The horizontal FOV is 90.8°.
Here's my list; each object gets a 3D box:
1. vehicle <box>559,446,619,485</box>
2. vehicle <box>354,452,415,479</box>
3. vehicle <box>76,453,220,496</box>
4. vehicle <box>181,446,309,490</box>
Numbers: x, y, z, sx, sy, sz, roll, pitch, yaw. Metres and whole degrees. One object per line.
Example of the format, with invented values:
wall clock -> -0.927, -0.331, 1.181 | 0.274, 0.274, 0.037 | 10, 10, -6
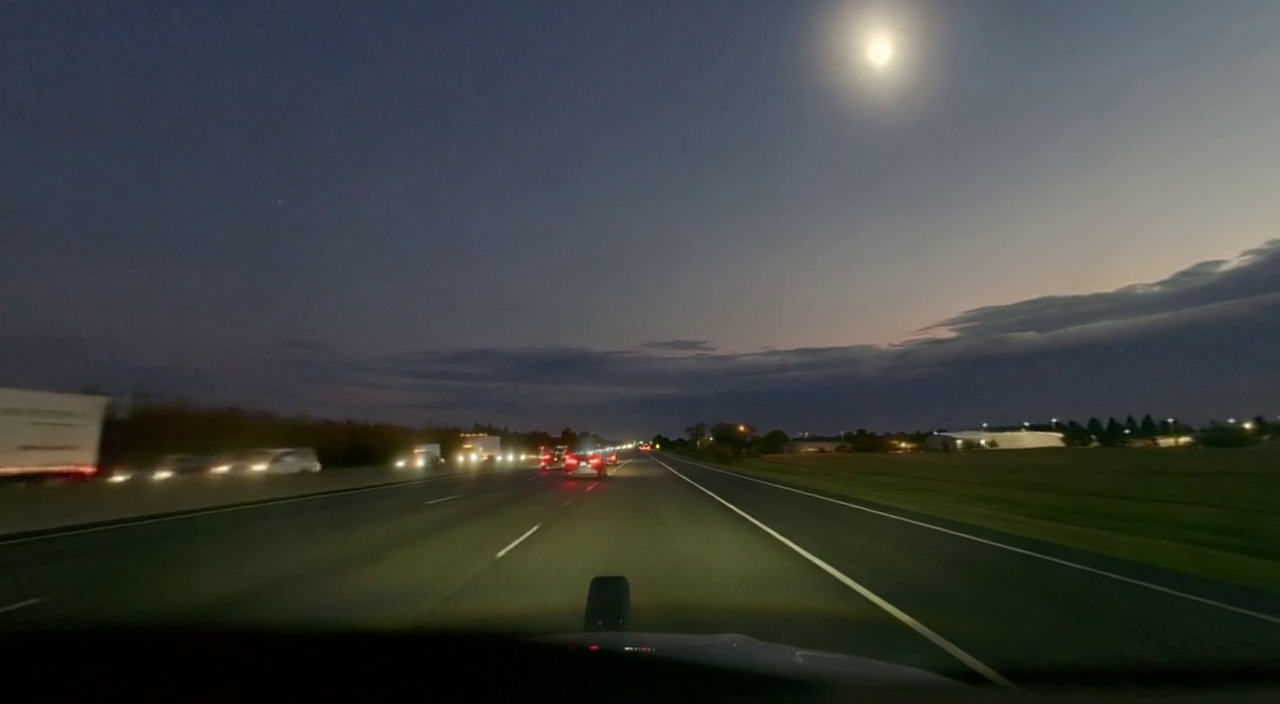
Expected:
vehicle -> -2.062, 4.767, 26.765 | 2.110, 1.500, 4.259 | -1, -9, 2
vehicle -> -15.215, 6.761, 37.867 | 1.889, 1.449, 4.242 | 0, -9, 0
vehicle -> -19.209, 4.780, 24.965 | 2.277, 1.479, 4.248 | 0, -9, -1
vehicle -> -15.495, 4.556, 25.138 | 1.996, 1.562, 4.705 | 0, -9, 0
